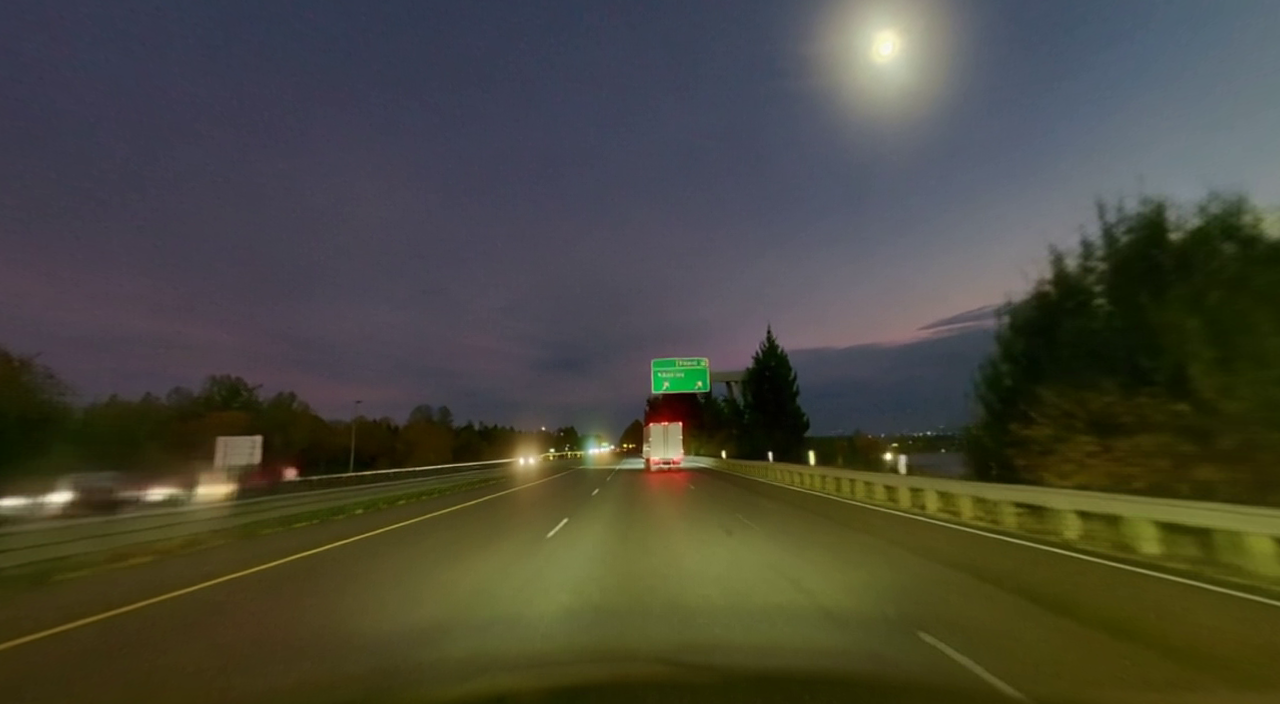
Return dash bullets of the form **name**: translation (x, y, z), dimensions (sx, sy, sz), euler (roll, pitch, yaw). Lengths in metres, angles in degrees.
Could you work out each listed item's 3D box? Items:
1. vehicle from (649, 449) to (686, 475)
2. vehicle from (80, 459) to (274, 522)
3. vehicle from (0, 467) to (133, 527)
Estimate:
- **vehicle**: translation (1.591, 6.516, 37.558), dimensions (2.036, 1.457, 3.471), euler (0, -9, 0)
- **vehicle**: translation (-12.826, 3.827, 17.954), dimensions (2.100, 1.447, 4.656), euler (0, -9, -2)
- **vehicle**: translation (-18.213, 4.293, 19.075), dimensions (1.965, 1.483, 4.594), euler (0, -9, -1)
